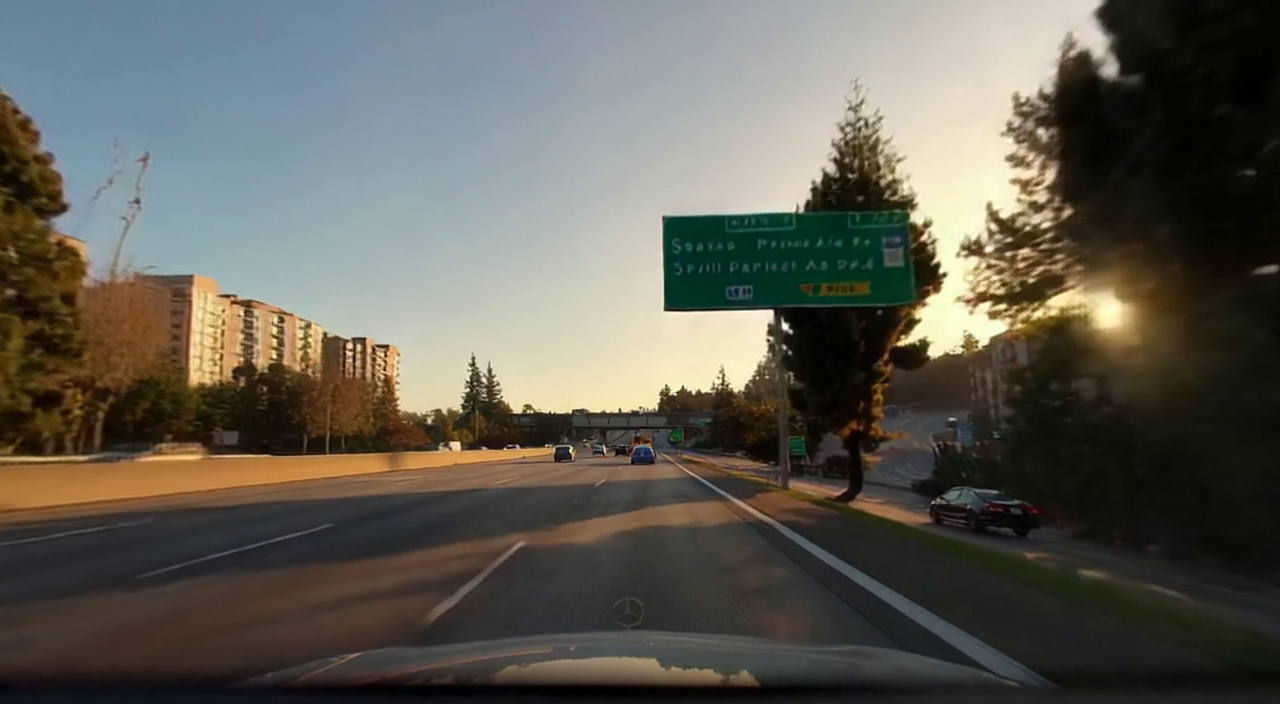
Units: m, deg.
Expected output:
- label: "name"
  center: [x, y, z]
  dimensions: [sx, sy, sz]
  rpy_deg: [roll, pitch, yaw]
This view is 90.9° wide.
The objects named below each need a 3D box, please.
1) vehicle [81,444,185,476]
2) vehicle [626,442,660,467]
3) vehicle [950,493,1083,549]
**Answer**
- label: "vehicle"
  center: [-26.692, 5.654, 33.398]
  dimensions: [1.907, 1.561, 4.287]
  rpy_deg: [0, -8, 1]
- label: "vehicle"
  center: [0.211, 6.401, 39.565]
  dimensions: [2.051, 1.443, 3.770]
  rpy_deg: [0, -8, 1]
- label: "vehicle"
  center: [18.379, 8.264, 31.300]
  dimensions: [2.599, 1.962, 5.759]
  rpy_deg: [1, -8, -6]
